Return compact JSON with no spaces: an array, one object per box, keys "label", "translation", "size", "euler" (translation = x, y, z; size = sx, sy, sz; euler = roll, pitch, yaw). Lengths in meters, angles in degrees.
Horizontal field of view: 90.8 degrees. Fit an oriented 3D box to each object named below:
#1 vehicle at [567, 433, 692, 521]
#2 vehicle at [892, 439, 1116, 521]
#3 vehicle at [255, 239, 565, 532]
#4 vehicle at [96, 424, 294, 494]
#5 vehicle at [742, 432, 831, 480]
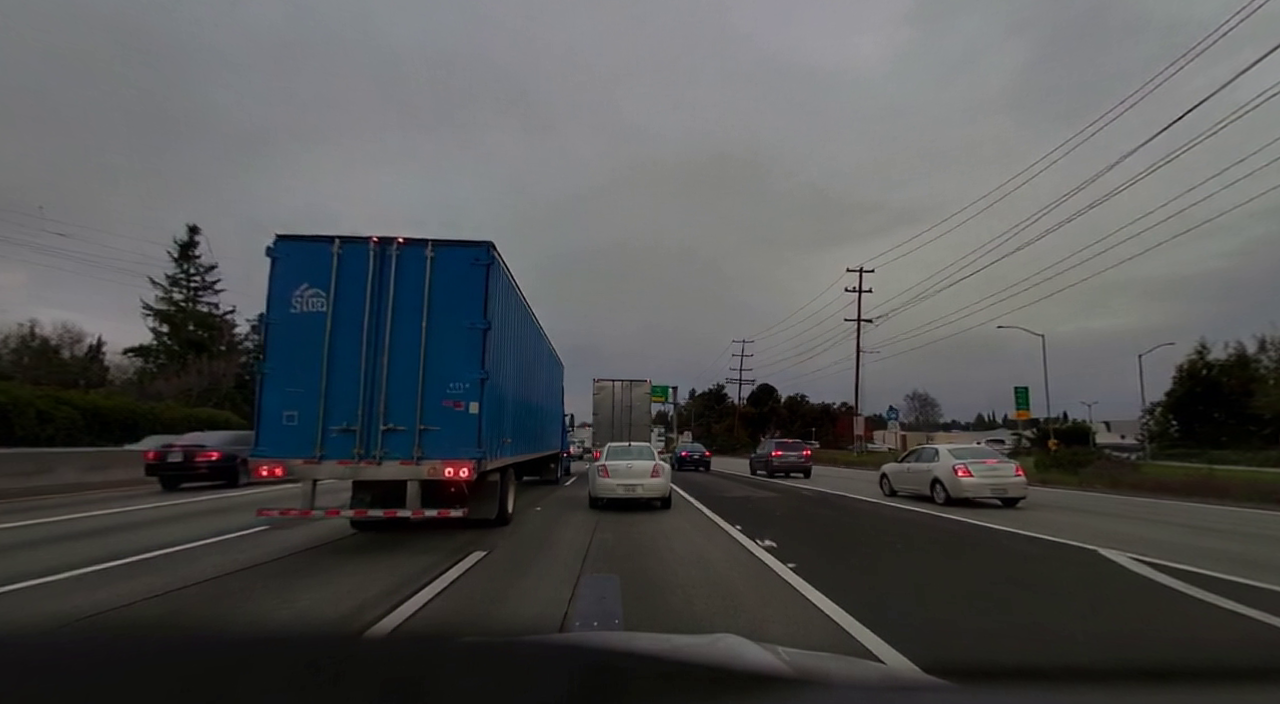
[{"label":"vehicle","translation":[-0.253,2.430,12.767],"size":[2.112,1.463,4.012],"euler":[0,-9,-2]},{"label":"vehicle","translation":[7.182,2.541,13.106],"size":[1.878,1.406,4.164],"euler":[1,-9,-6]},{"label":"vehicle","translation":[-4.340,1.774,18.153],"size":[3.150,4.298,17.928],"euler":[0,-9,-3]},{"label":"vehicle","translation":[-12.129,2.969,17.786],"size":[2.148,1.678,4.851],"euler":[0,-9,-2]},{"label":"vehicle","translation":[5.522,3.973,24.359],"size":[2.023,1.676,4.002],"euler":[1,-9,-7]}]
